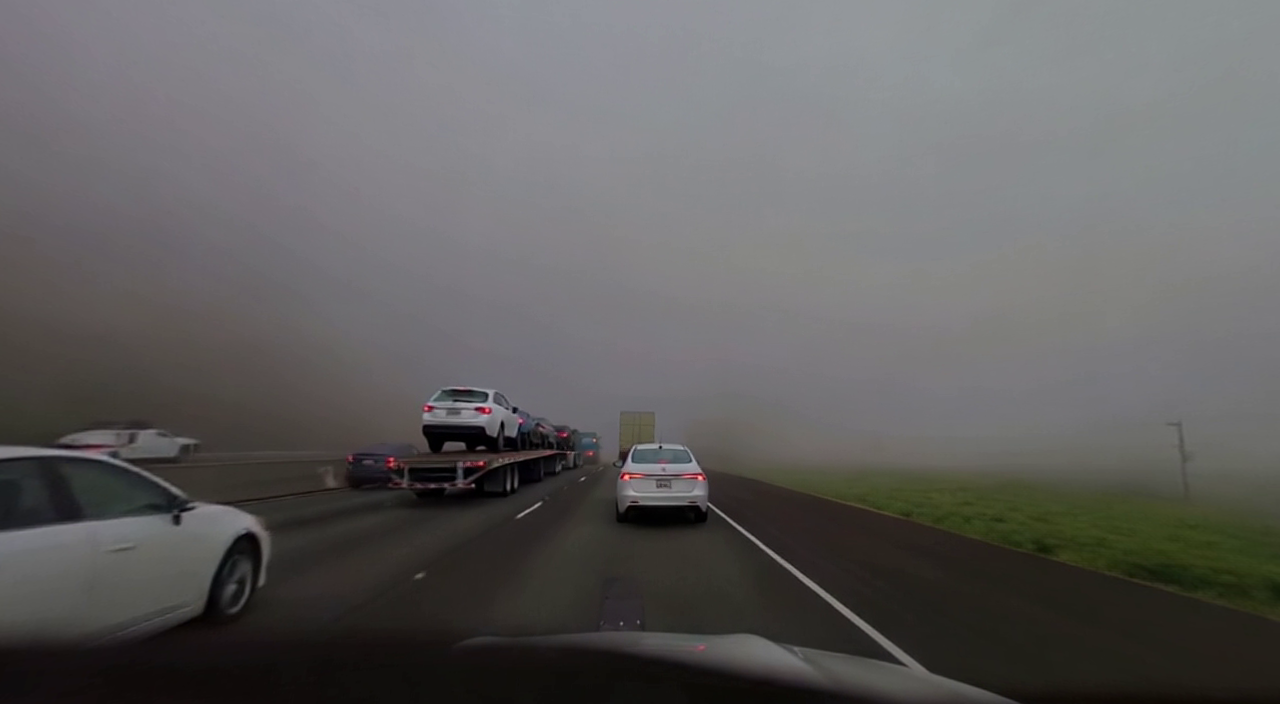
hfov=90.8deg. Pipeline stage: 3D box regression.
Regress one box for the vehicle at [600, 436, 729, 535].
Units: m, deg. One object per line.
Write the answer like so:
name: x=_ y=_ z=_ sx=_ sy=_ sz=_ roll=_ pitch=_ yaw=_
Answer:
vehicle: x=0.349 y=2.332 z=11.531 sx=1.991 sy=1.507 sz=3.391 roll=0 pitch=-9 yaw=-1

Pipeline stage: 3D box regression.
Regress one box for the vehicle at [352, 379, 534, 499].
vehicle: x=-2.984 y=1.475 z=10.566 sx=2.031 sy=1.594 sz=4.103 roll=1 pitch=-9 yaw=-5

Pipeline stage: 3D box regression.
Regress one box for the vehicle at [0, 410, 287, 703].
vehicle: x=-3.673 y=0.951 z=2.394 sx=1.947 sy=1.470 sz=4.526 roll=0 pitch=-9 yaw=1

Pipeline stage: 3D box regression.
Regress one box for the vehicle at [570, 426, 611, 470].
vehicle: x=-3.275 y=6.579 z=43.124 sx=2.289 sy=2.710 sz=6.726 roll=0 pitch=-9 yaw=0
